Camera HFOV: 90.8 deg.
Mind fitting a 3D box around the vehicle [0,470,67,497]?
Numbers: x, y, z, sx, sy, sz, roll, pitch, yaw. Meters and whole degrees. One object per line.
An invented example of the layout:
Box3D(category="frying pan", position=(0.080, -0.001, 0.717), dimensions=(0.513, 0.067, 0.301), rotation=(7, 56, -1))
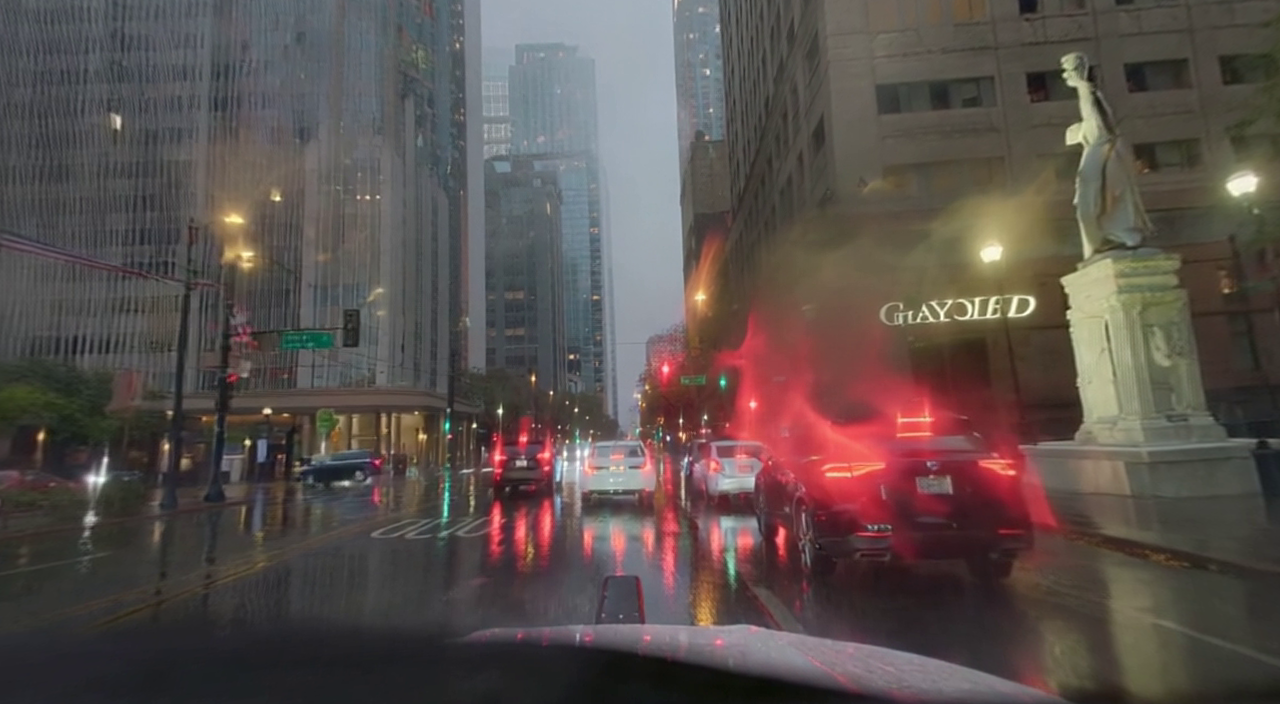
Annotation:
Box3D(category="vehicle", position=(-40.160, 8.500, 40.889), dimensions=(4.224, 1.622, 1.808), rotation=(0, -9, -1))

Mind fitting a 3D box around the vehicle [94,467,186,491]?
Box3D(category="vehicle", position=(-32.298, 8.218, 40.854), dimensions=(4.392, 1.427, 1.764), rotation=(0, -9, -1))

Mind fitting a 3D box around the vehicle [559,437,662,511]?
Box3D(category="vehicle", position=(-0.619, 2.797, 14.956), dimensions=(2.096, 1.492, 4.071), rotation=(0, -9, -1))

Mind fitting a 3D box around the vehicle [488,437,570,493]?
Box3D(category="vehicle", position=(-3.591, 3.742, 21.321), dimensions=(2.045, 1.633, 4.864), rotation=(0, -9, -2))

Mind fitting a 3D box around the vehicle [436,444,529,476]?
Box3D(category="vehicle", position=(-9.234, 6.323, 37.235), dimensions=(4.855, 1.769, 2.071), rotation=(5, -10, -30))

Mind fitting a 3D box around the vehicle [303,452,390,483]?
Box3D(category="vehicle", position=(-18.462, 7.206, 39.797), dimensions=(4.612, 1.752, 1.953), rotation=(6, -10, -35))

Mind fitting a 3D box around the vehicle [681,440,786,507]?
Box3D(category="vehicle", position=(2.230, 3.034, 16.253), dimensions=(1.943, 1.449, 4.202), rotation=(0, -9, -1))

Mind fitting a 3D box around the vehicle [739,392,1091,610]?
Box3D(category="vehicle", position=(2.616, 1.558, 7.483), dimensions=(2.096, 1.775, 4.440), rotation=(0, -9, -1))
